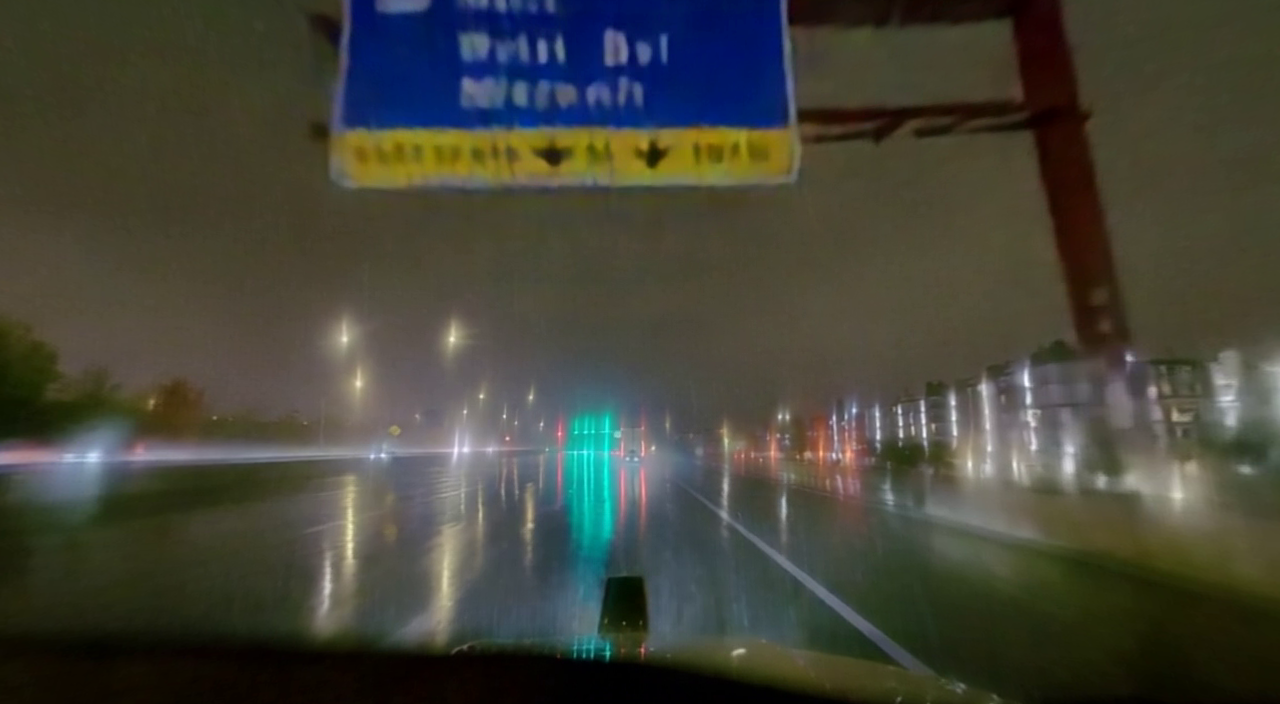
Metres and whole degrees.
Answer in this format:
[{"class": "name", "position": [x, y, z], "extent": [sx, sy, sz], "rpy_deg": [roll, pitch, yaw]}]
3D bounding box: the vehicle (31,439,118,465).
[{"class": "vehicle", "position": [-41.278, 7.332, 46.222], "extent": [1.962, 1.758, 4.831], "rpy_deg": [0, -9, -2]}]
